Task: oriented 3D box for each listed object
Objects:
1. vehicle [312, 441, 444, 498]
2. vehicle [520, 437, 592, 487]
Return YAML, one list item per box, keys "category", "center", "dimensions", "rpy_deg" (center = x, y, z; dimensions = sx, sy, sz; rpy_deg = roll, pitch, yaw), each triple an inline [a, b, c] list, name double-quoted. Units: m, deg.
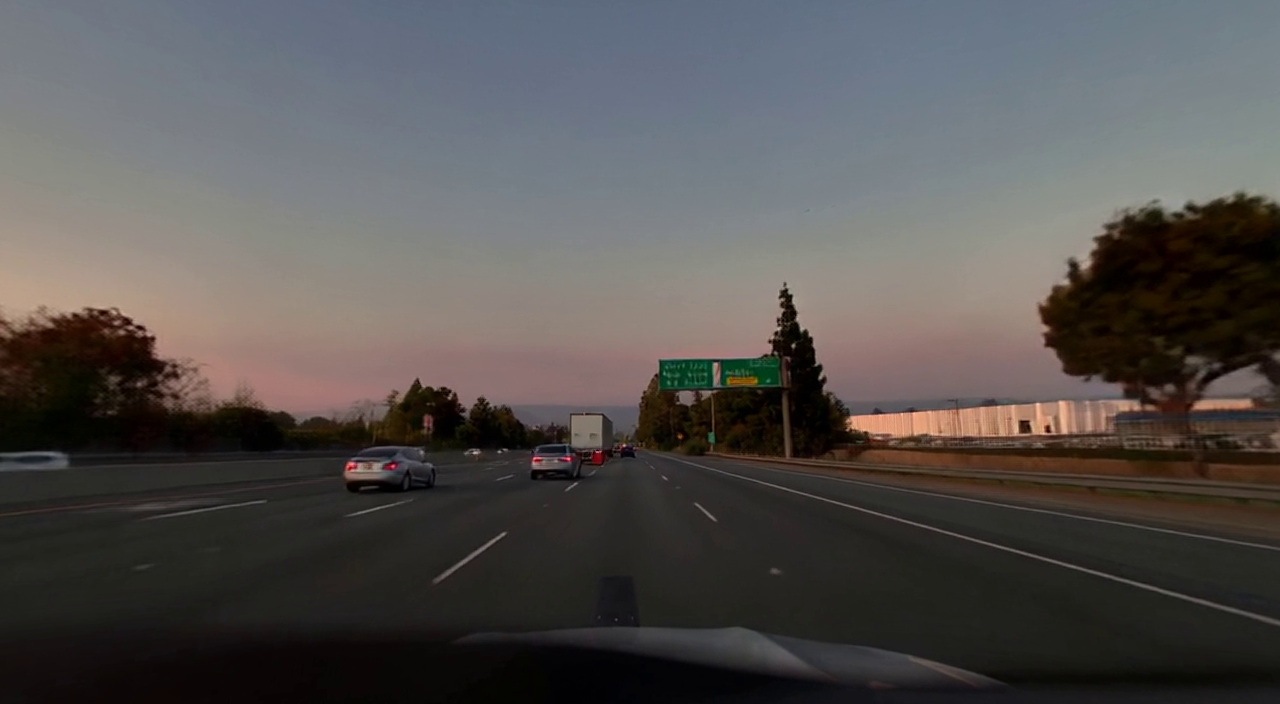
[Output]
- category: "vehicle"
  center: [-7.635, 3.459, 18.983]
  dimensions: [2.026, 1.477, 4.467]
  rpy_deg: [0, -9, 0]
- category: "vehicle"
  center: [-3.028, 4.048, 23.575]
  dimensions: [2.033, 1.669, 4.112]
  rpy_deg: [0, -9, 1]
